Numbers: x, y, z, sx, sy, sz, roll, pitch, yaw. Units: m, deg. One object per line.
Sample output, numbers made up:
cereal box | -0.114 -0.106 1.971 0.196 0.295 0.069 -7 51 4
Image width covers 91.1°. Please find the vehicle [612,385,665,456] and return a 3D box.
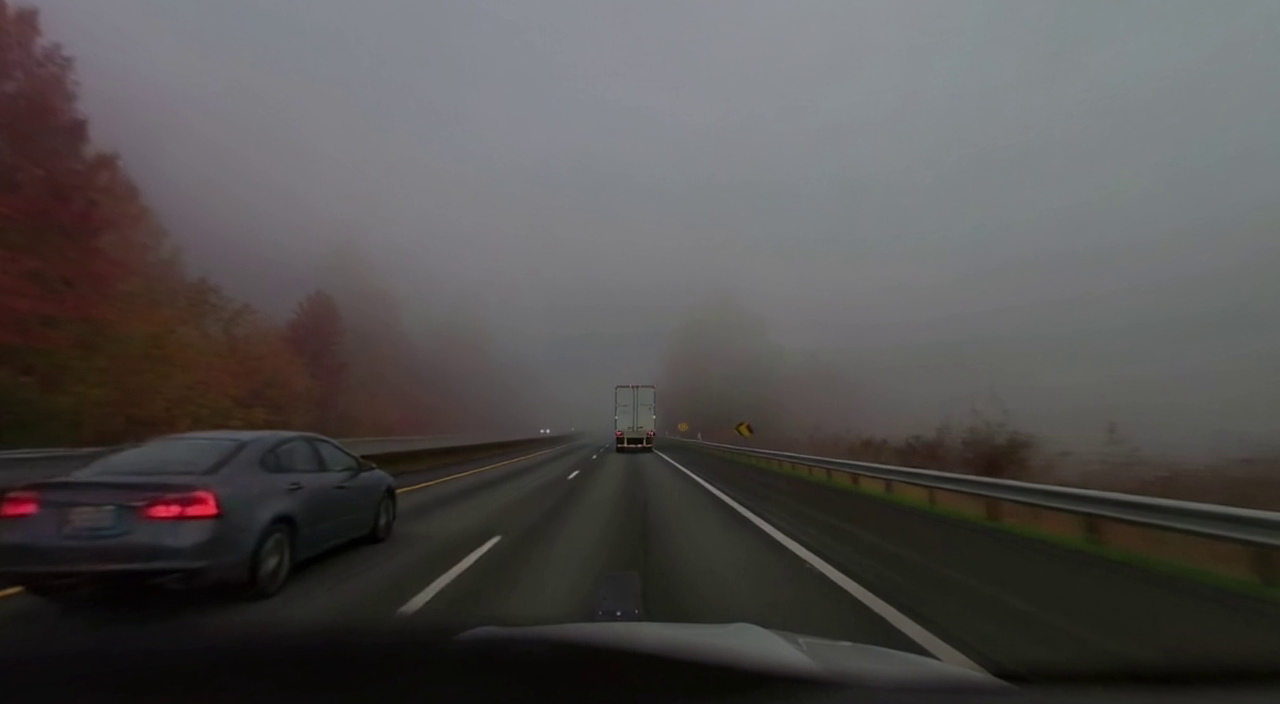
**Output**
vehicle | -0.276 4.709 41.764 3.013 4.016 11.496 0 -8 -2

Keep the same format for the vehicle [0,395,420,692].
vehicle | -3.755 1.262 5.364 2.217 1.495 4.245 0 -8 0
